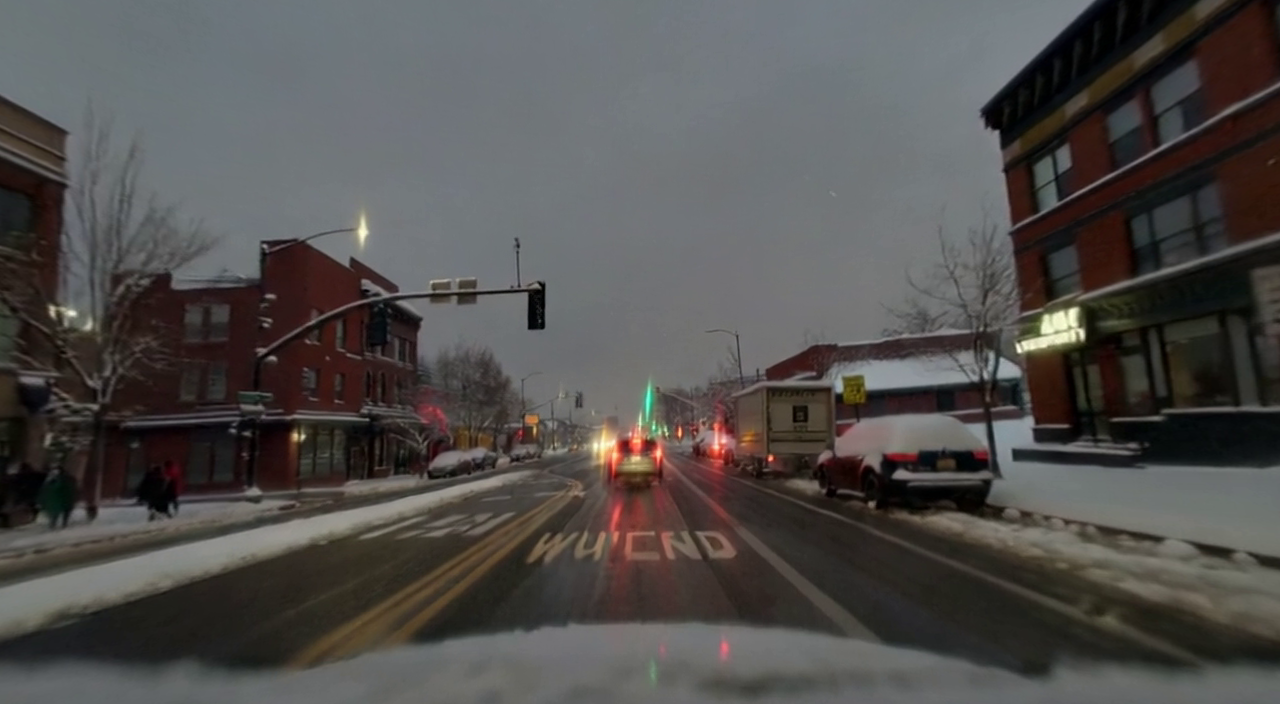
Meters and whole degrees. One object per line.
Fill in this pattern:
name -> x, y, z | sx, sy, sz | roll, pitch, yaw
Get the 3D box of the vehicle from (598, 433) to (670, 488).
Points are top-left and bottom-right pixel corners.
vehicle -> -0.181, 3.498, 20.735 | 2.086, 1.575, 4.205 | 0, -8, 0

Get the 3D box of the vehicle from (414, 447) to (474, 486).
vehicle -> -11.280, 6.578, 36.636 | 2.055, 1.685, 4.370 | -6, -5, -1

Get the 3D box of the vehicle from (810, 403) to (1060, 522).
vehicle -> 5.588, 2.211, 13.223 | 2.367, 1.917, 5.810 | 0, -8, -1

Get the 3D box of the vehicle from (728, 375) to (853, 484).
vehicle -> 5.424, 3.050, 24.408 | 2.893, 3.553, 7.295 | 0, -8, -1

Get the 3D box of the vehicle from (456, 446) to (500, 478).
vehicle -> -11.355, 7.695, 44.575 | 1.872, 1.731, 4.656 | -4, -6, -2
